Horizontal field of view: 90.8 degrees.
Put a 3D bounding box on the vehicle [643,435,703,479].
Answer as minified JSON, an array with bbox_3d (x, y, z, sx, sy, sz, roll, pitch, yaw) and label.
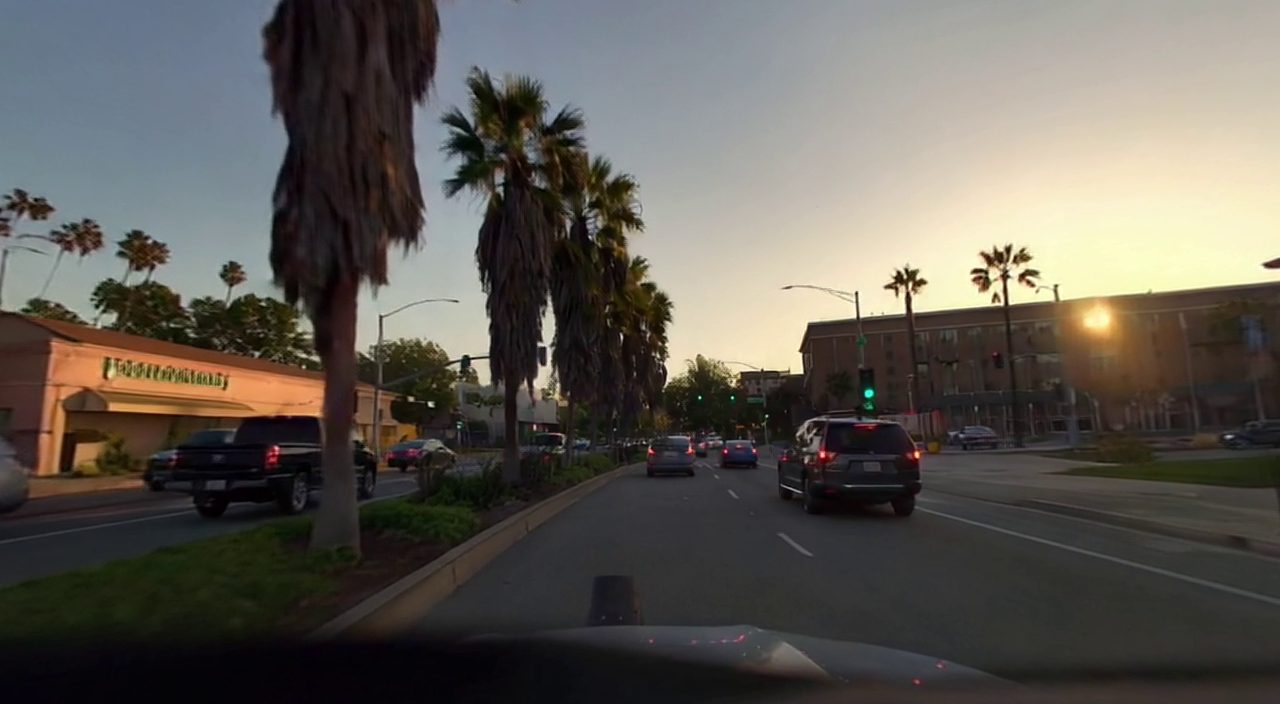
[{"bbox_3d":[1.254,3.884,23.580,2.057,1.492,3.825,-1,-8,4],"label":"vehicle"}]

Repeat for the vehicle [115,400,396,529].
[{"bbox_3d":[-6.596,2.012,11.711,2.127,1.888,4.637,-1,-8,2],"label":"vehicle"}]

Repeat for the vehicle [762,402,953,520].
[{"bbox_3d":[4.103,2.191,13.098,2.267,1.931,5.145,-1,-8,2],"label":"vehicle"}]

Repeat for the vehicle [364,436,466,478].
[{"bbox_3d":[-8.576,4.054,24.590,2.017,1.472,4.418,-1,-8,5],"label":"vehicle"}]

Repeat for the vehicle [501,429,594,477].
[{"bbox_3d":[-3.620,4.074,25.762,2.088,1.746,4.650,-2,-9,15],"label":"vehicle"}]

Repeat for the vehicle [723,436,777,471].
[{"bbox_3d":[5.128,4.796,30.097,2.149,1.532,4.168,-1,-8,5],"label":"vehicle"}]
